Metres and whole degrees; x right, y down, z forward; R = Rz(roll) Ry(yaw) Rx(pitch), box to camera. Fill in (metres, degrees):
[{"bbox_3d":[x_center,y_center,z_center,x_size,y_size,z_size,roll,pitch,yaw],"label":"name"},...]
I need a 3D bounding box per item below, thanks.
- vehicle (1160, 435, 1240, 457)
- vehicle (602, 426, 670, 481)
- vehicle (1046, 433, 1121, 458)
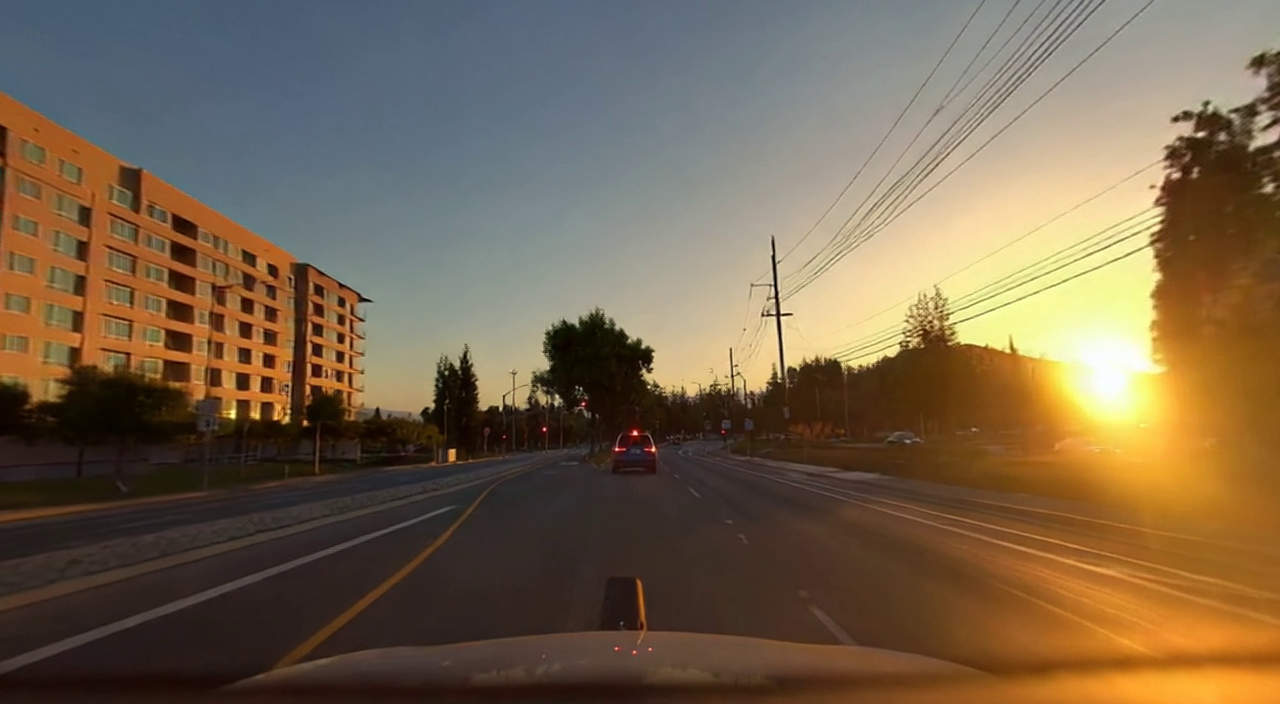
[{"bbox_3d":[41.898,7.009,47.400,1.837,1.455,4.531,-2,-8,1],"label":"vehicle"},{"bbox_3d":[-0.134,3.613,22.684,2.189,1.776,4.342,0,-9,0],"label":"vehicle"},{"bbox_3d":[32.367,6.842,46.323,1.961,1.745,4.981,0,-9,1],"label":"vehicle"}]
